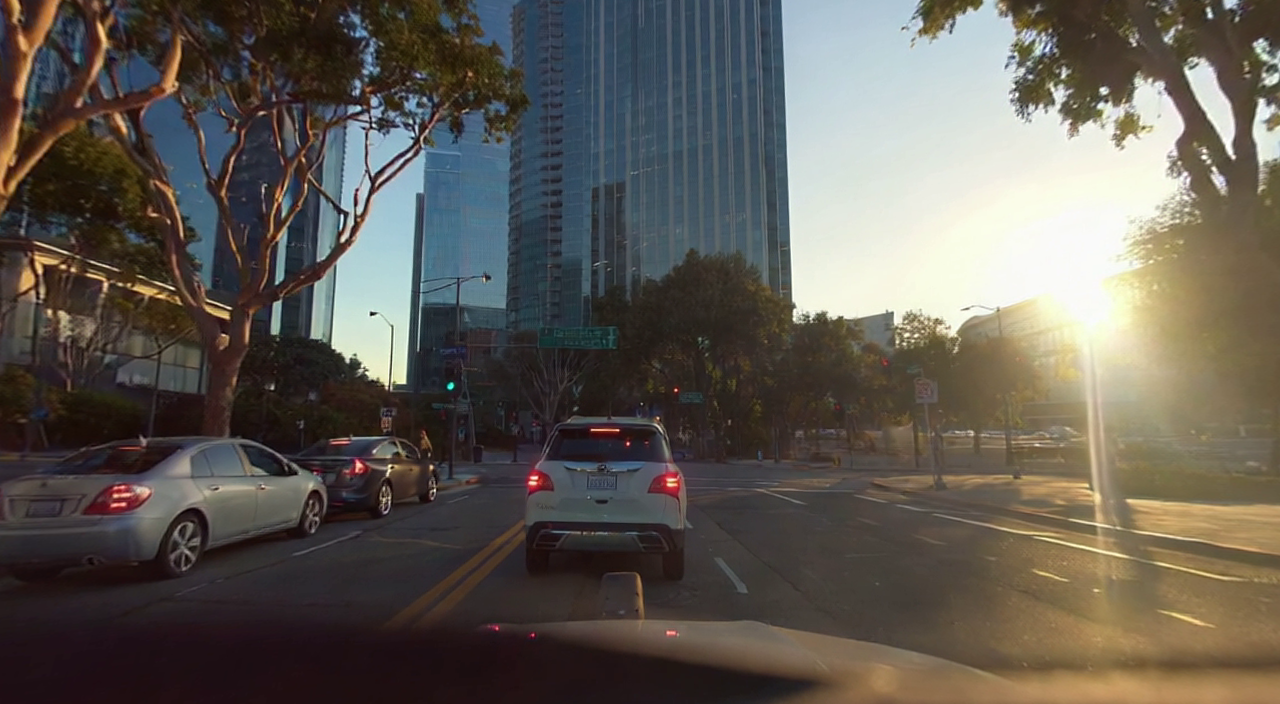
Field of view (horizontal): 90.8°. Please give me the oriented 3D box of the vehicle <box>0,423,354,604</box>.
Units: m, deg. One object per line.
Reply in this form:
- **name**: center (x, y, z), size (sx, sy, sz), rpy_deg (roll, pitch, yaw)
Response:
- **vehicle**: center (-5.744, 1.859, 8.273), size (1.904, 1.684, 4.529), rpy_deg (0, -9, -1)

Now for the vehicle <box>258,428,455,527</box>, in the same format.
- **vehicle**: center (-5.875, 2.648, 13.955), size (2.077, 1.791, 4.751), rpy_deg (0, -9, 1)

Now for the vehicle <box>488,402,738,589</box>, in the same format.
- **vehicle**: center (-0.230, 1.598, 7.775), size (2.258, 1.687, 3.934), rpy_deg (0, -9, 0)
